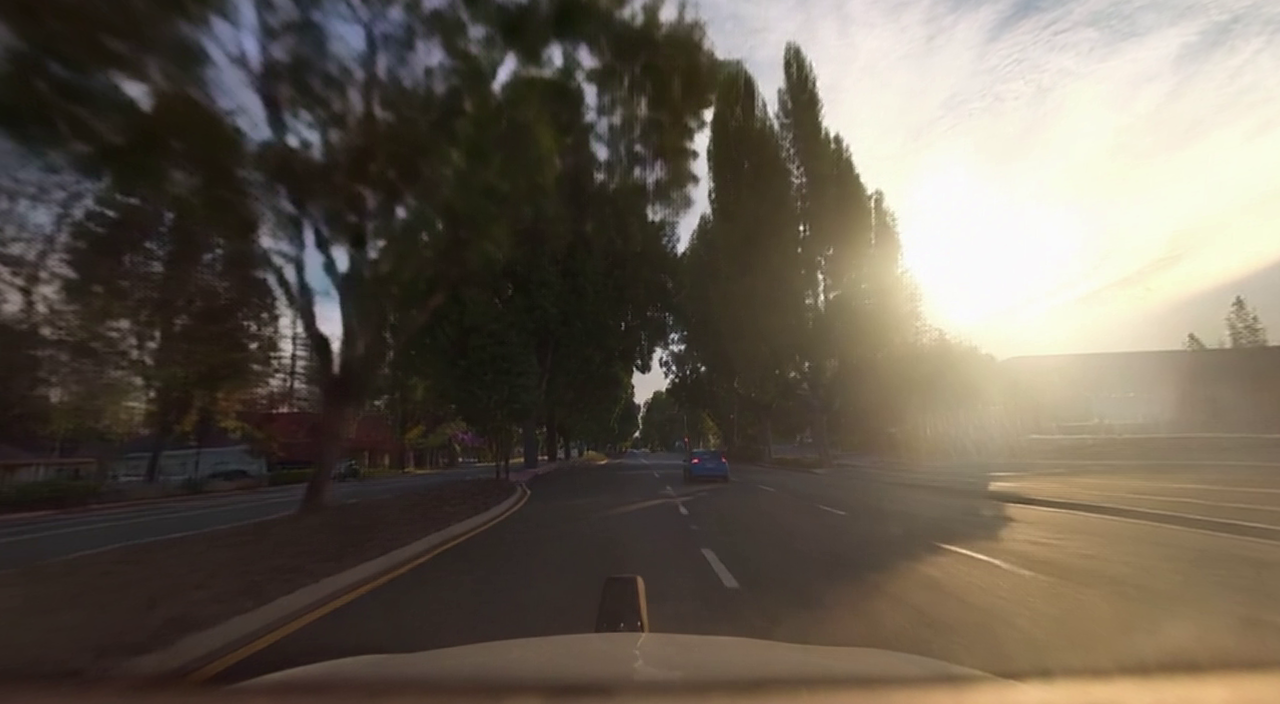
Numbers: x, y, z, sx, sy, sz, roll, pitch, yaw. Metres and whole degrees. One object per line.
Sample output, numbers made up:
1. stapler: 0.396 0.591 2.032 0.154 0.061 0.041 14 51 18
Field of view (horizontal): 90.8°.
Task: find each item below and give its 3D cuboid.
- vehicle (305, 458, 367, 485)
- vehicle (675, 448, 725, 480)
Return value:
1. vehicle: -20.013 7.869 41.789 1.949 1.610 4.279 1 -9 0
2. vehicle: 2.859 5.428 30.888 1.929 1.411 4.284 1 -9 -1
